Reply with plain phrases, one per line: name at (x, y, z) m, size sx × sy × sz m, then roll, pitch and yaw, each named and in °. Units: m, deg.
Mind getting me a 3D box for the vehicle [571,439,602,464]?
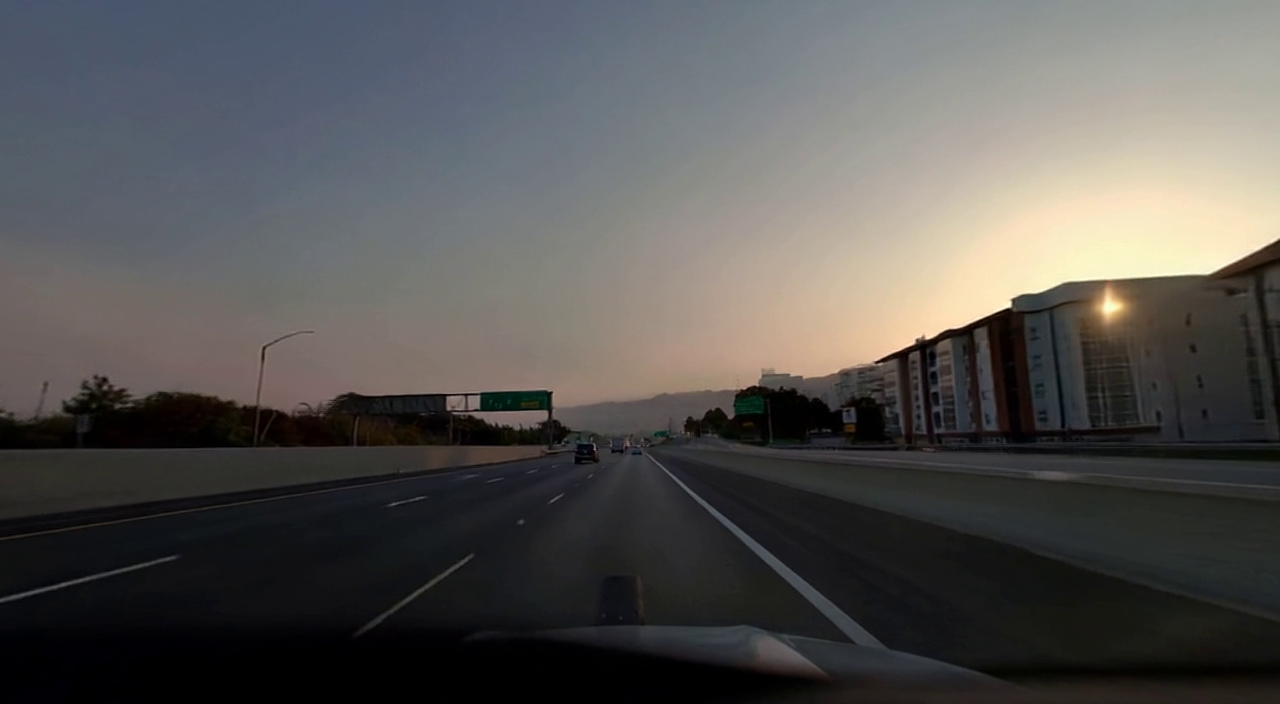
vehicle at (-4.019, 7.557, 48.196) m, size 2.047 × 1.786 × 4.217 m, roll 0°, pitch -8°, yaw -1°
